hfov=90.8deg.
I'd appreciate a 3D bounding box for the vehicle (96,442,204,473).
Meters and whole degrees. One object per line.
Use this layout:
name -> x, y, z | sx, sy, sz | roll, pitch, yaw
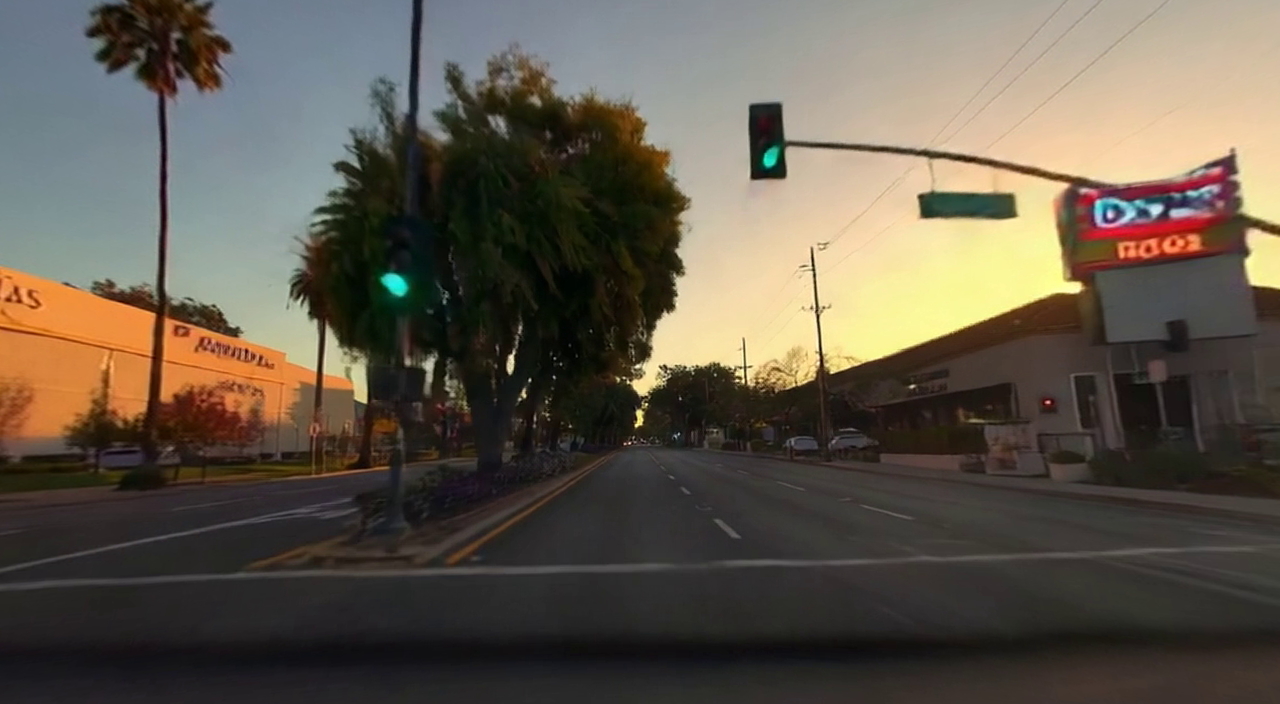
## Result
vehicle -> -32.000, 6.885, 41.335 | 5.196, 1.936, 2.247 | -1, -9, 2
